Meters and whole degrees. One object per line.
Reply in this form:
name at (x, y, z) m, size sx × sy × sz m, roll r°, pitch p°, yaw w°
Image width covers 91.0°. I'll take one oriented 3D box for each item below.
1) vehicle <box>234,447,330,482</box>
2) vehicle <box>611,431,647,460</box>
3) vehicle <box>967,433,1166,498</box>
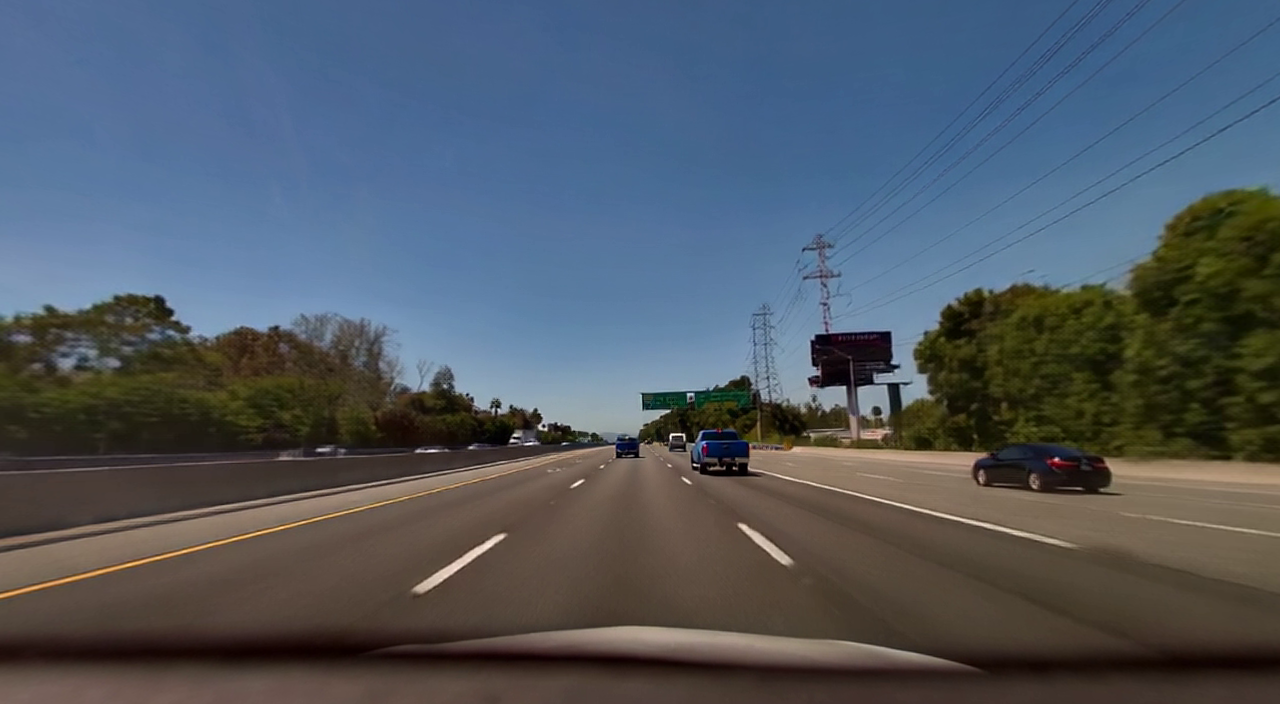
vehicle at (-17.357, 5.458, 30.853) m, size 1.940 × 1.486 × 4.710 m, roll 0°, pitch -8°, yaw 0°
vehicle at (-0.735, 6.973, 46.970) m, size 2.508 × 2.023 × 6.176 m, roll 0°, pitch -8°, yaw 0°
vehicle at (11.053, 2.958, 16.863) m, size 2.076 × 1.470 × 4.644 m, roll 0°, pitch -8°, yaw 0°
